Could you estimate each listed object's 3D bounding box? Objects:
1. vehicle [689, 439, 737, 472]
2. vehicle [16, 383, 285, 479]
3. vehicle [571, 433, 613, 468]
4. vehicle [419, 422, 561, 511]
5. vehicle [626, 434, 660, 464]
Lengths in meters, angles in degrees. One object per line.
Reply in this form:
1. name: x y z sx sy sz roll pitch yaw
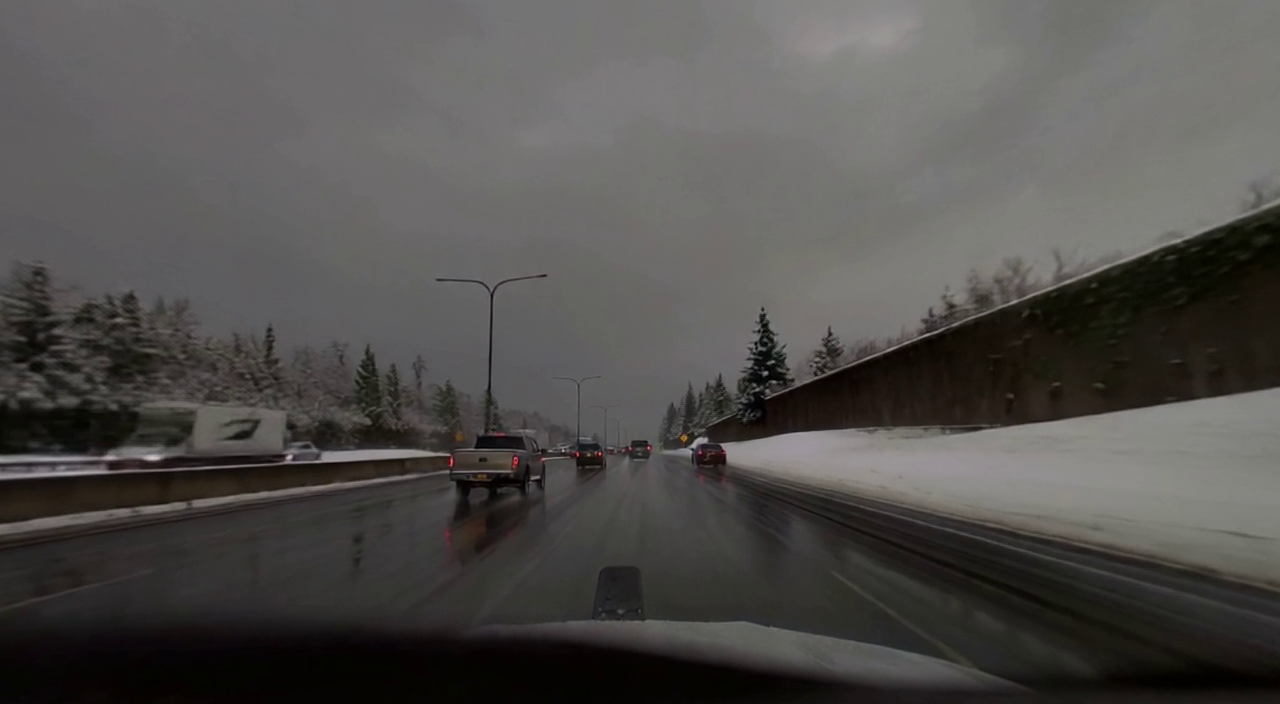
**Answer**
1. vehicle: 4.126 5.979 36.487 2.224 1.752 4.487 0 -9 0
2. vehicle: -24.418 4.362 33.388 2.760 3.977 14.236 0 -9 0
3. vehicle: -3.129 6.569 42.103 2.378 2.214 4.352 0 -9 0
4. vehicle: -3.478 2.797 15.907 2.184 1.819 5.441 0 -9 1
5. vehicle: 0.227 7.553 49.001 2.485 2.215 5.199 0 -9 0
